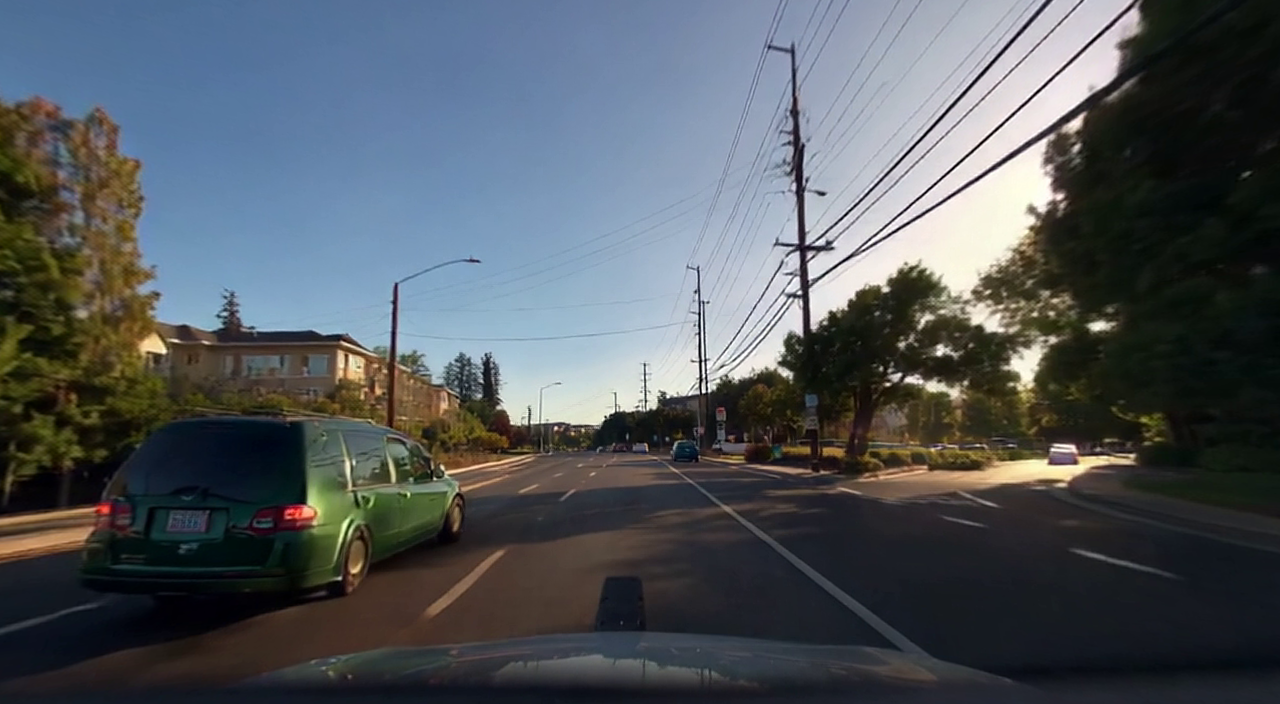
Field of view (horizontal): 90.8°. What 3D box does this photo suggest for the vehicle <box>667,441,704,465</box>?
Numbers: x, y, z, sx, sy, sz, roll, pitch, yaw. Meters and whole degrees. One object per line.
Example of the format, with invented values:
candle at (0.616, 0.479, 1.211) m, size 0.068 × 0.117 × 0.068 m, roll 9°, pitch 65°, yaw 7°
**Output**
vehicle at (2.990, 6.789, 42.538) m, size 2.015 × 1.467 × 4.117 m, roll 0°, pitch -8°, yaw -2°
